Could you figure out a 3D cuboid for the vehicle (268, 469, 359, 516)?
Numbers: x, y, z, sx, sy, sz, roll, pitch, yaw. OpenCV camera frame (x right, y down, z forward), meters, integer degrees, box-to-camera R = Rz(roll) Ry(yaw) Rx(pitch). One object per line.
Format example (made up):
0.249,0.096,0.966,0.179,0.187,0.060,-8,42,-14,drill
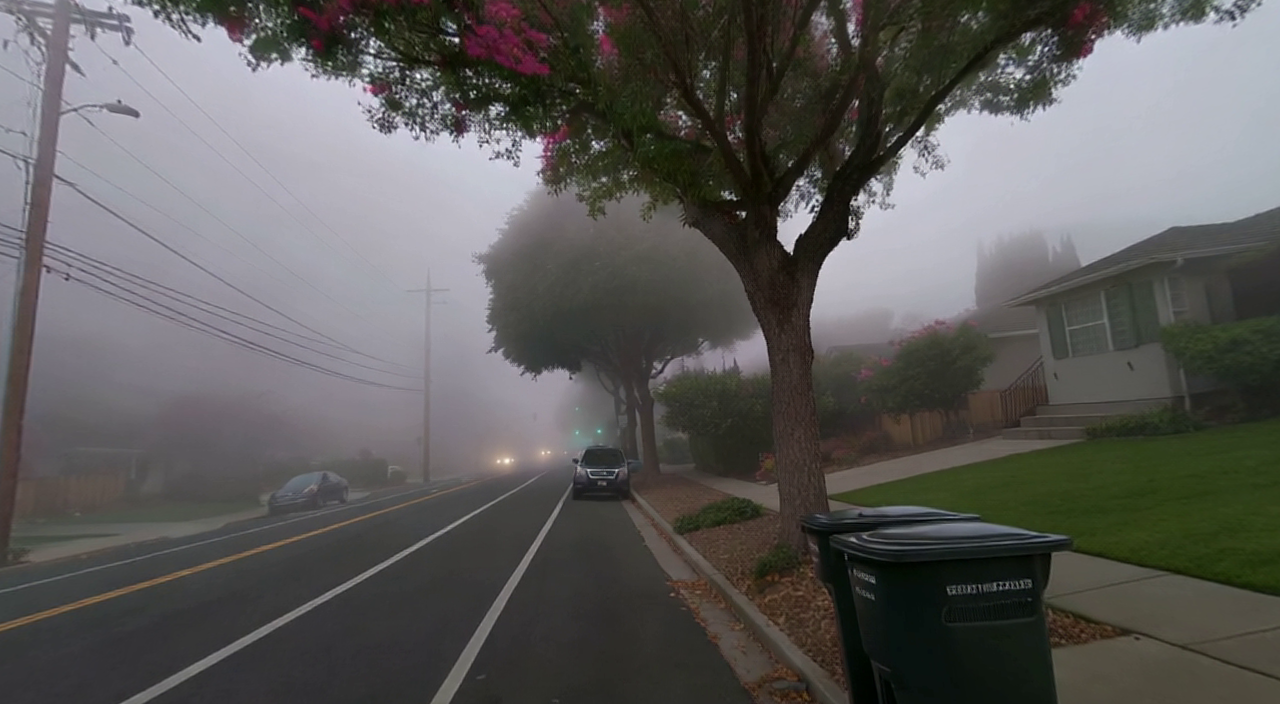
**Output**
-13.772,5.911,26.975,1.982,1.660,4.142,1,-8,-6,vehicle

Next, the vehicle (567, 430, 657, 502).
-0.829,3.067,17.388,2.190,1.708,4.115,0,-8,-4,vehicle
